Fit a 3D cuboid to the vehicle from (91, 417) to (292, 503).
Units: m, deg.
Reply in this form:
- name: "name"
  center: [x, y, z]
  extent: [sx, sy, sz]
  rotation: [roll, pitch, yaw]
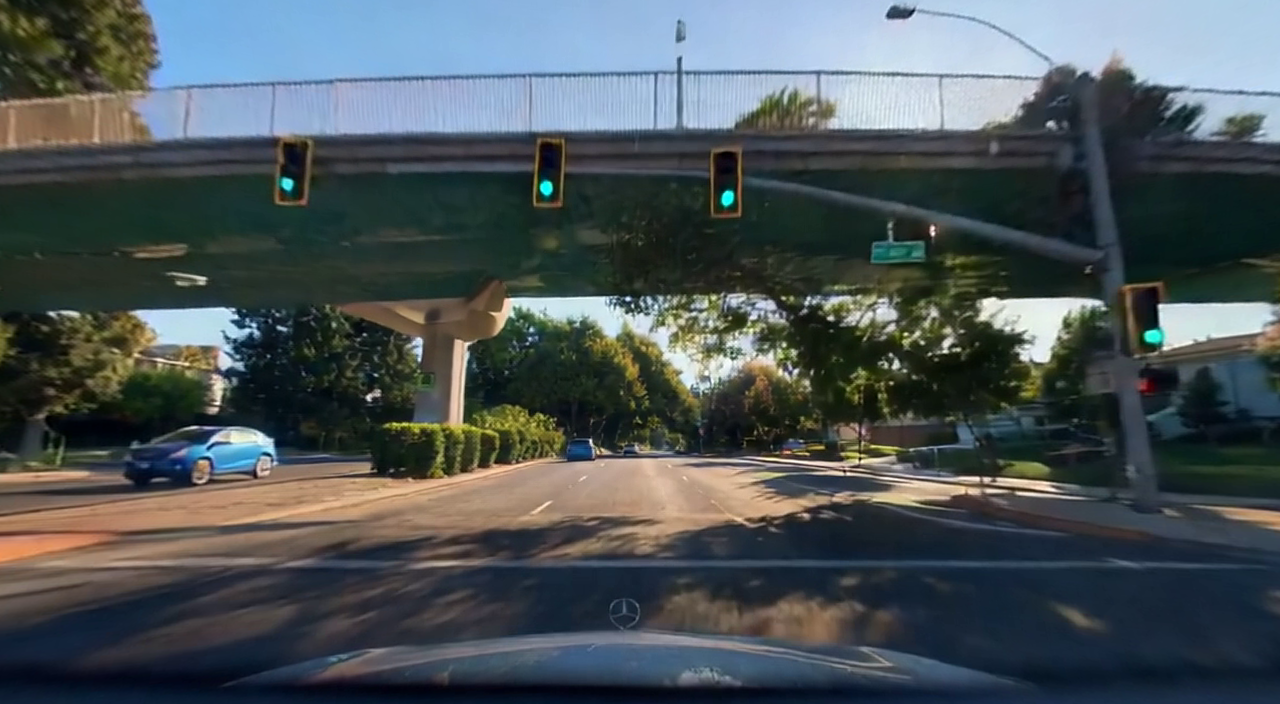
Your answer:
- name: "vehicle"
  center: [-12.627, 3.066, 18.372]
  extent: [2.268, 2.038, 5.024]
  rotation: [-2, -8, -1]

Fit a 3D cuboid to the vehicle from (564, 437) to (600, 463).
- name: "vehicle"
  center: [-3.916, 6.694, 43.232]
  extent: [2.042, 1.686, 4.372]
  rotation: [0, -9, 0]
